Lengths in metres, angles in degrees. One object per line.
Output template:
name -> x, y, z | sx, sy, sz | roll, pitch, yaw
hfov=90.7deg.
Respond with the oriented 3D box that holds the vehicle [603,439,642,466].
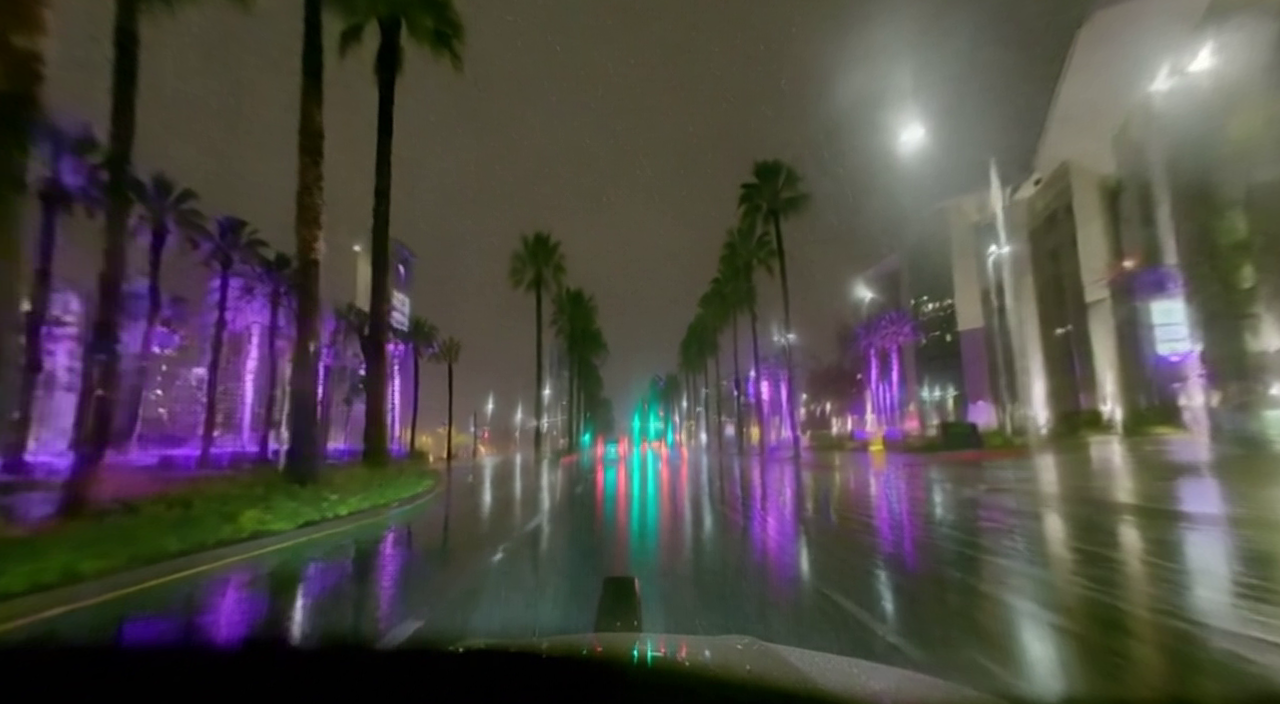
vehicle -> -1.061, 6.367, 40.194 | 2.160, 1.615, 4.117 | -1, -8, 3
